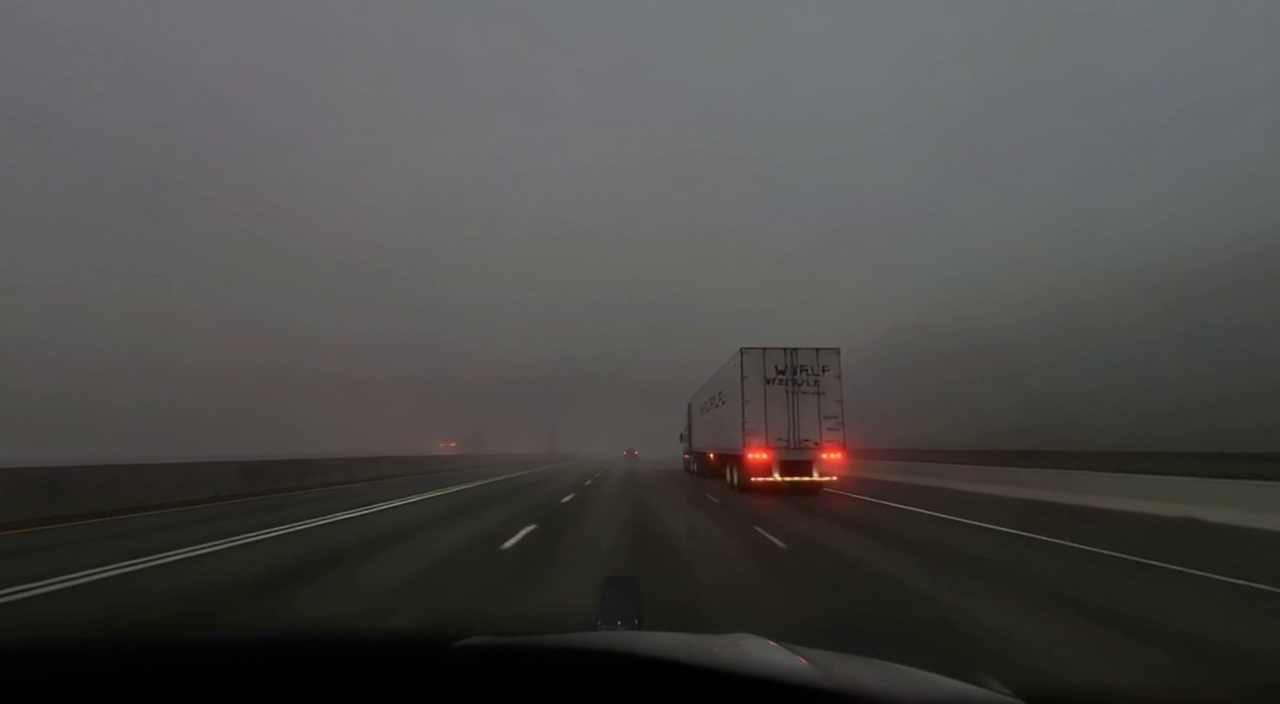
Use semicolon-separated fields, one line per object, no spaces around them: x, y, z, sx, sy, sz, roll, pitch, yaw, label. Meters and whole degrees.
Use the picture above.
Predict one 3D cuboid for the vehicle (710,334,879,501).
4.175;2.207;19.366;2.869;4.013;8.610;0;-9;-1;vehicle
